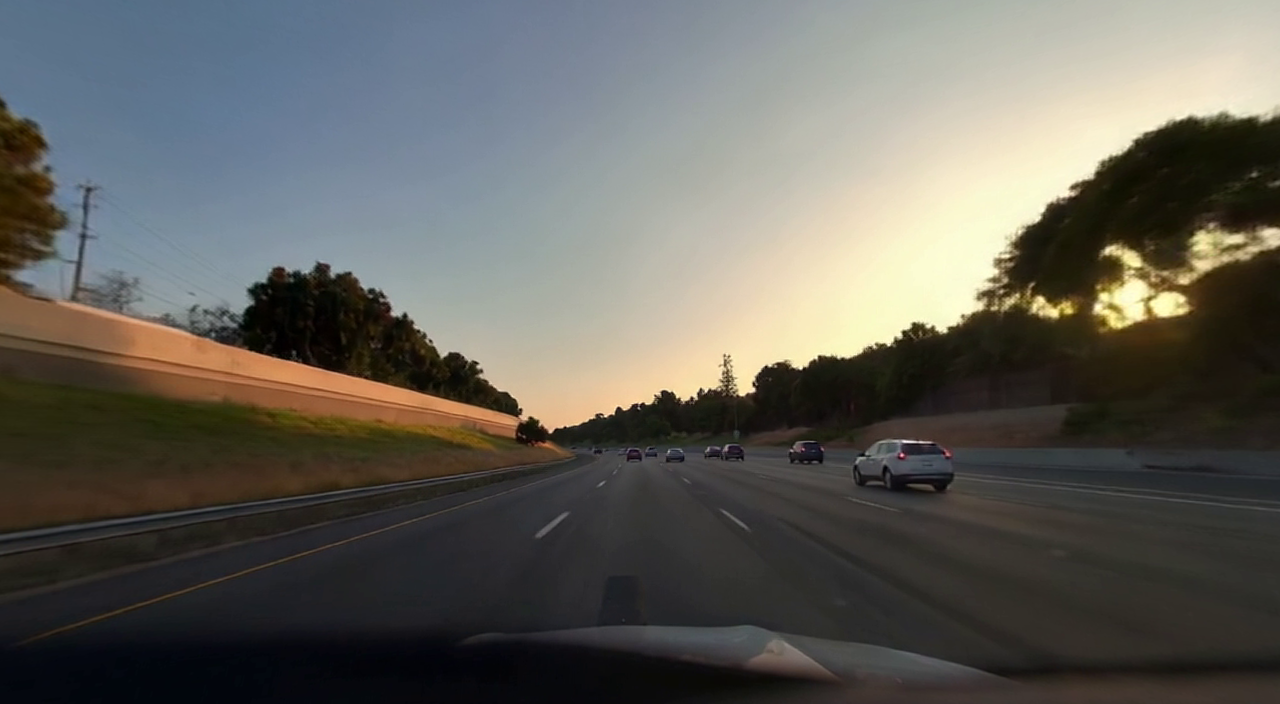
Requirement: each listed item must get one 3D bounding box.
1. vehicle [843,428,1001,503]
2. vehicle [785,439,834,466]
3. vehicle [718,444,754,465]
[{"bbox_3d":[7.273,2.966,16.887,2.048,1.697,4.689,0,-8,0],"label":"vehicle"},{"bbox_3d":[10.963,6.509,40.831,1.986,1.644,4.126,0,-8,-1],"label":"vehicle"},{"bbox_3d":[6.959,7.480,45.943,1.940,1.482,3.644,0,-8,-2],"label":"vehicle"}]
